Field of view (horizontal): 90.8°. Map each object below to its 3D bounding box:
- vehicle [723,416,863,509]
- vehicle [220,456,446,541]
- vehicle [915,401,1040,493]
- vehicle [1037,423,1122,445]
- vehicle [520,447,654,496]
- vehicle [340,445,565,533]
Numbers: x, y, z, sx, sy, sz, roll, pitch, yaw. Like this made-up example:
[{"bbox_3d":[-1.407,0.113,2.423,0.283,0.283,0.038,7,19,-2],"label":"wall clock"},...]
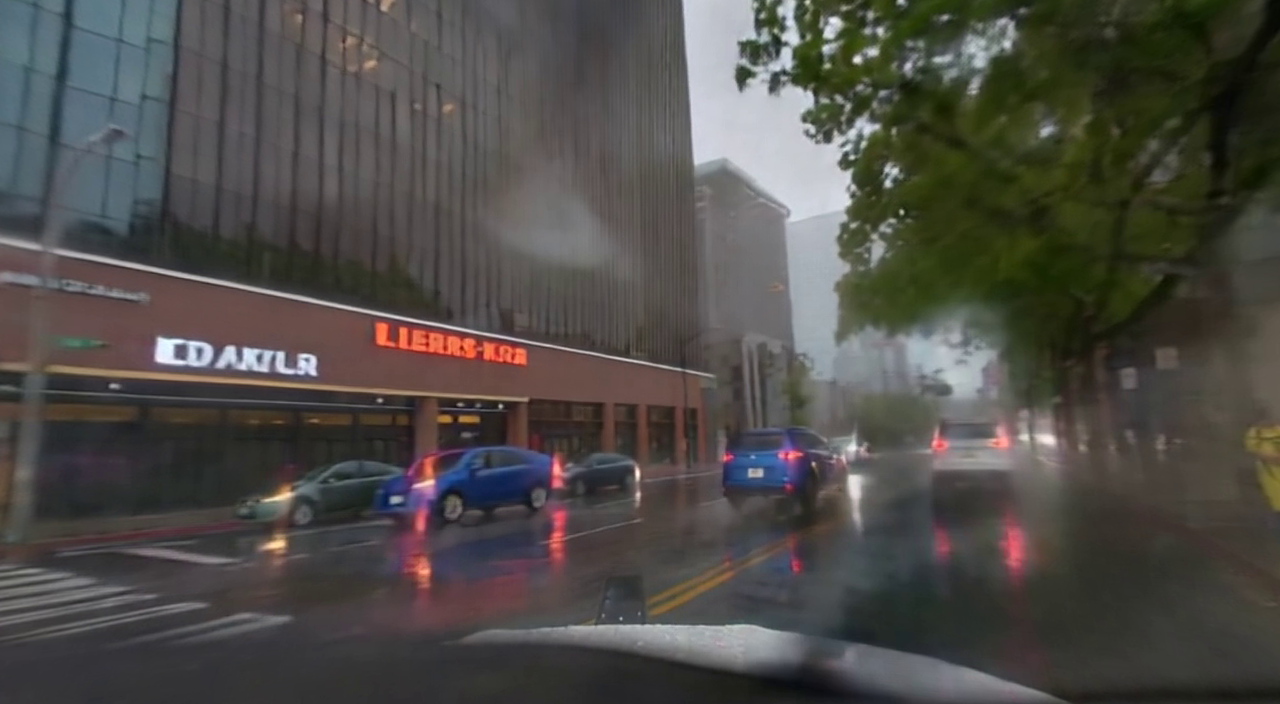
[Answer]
[{"bbox_3d":[3.537,2.391,14.033,2.023,1.702,4.152,-4,-10,27],"label":"vehicle"},{"bbox_3d":[-6.607,3.121,14.095,1.989,1.508,4.021,-5,-10,29],"label":"vehicle"},{"bbox_3d":[8.620,2.434,16.220,2.352,1.953,4.796,-5,-10,28],"label":"vehicle"},{"bbox_3d":[30.644,5.750,44.210,4.426,1.490,1.862,-3,-9,17],"label":"vehicle"},{"bbox_3d":[-1.720,4.208,22.812,2.103,1.514,5.374,-5,-10,30],"label":"vehicle"},{"bbox_3d":[-3.680,2.742,13.377,1.857,1.507,4.504,-5,-10,29],"label":"vehicle"}]
